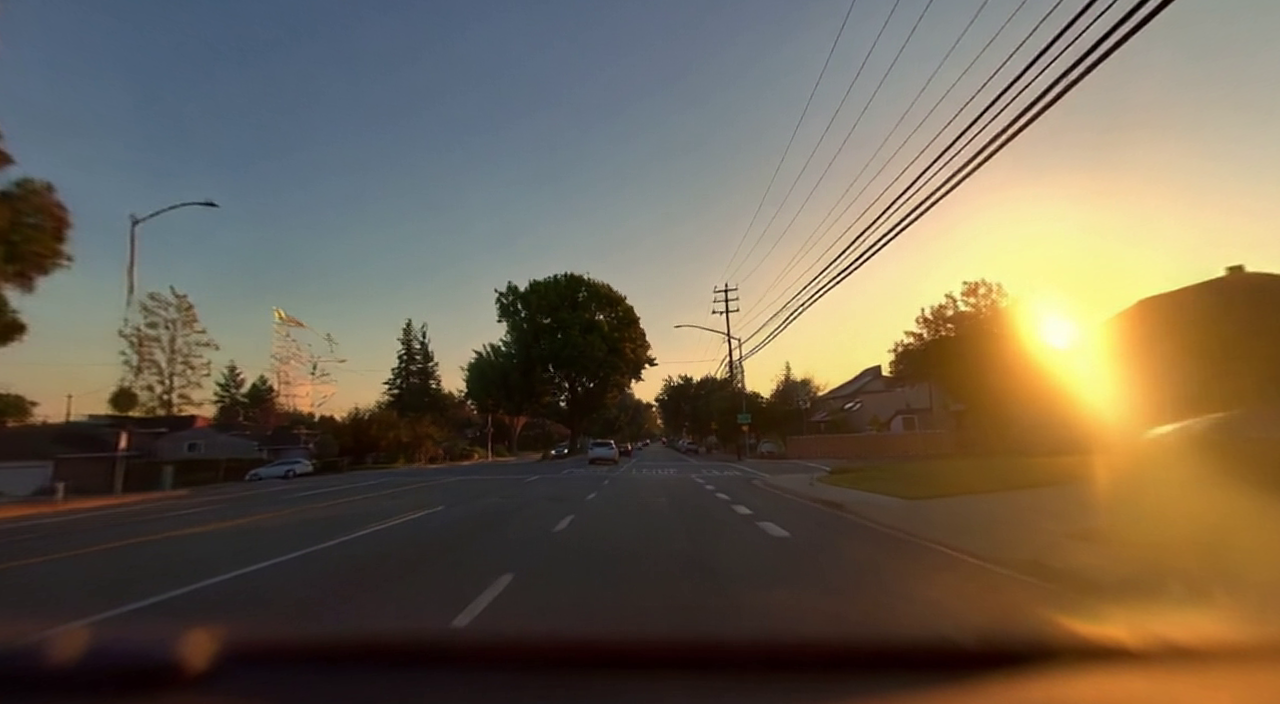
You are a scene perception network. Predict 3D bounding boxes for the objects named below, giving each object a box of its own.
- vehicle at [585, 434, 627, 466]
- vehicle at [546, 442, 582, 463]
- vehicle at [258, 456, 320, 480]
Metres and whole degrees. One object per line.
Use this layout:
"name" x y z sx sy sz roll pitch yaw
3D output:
"vehicle" -2.075 6.220 40.066 2.327 1.861 4.941 0 -9 1
"vehicle" -5.905 7.853 49.403 2.155 1.533 4.530 0 -9 2
"vehicle" -26.976 8.900 48.644 1.938 1.725 4.846 0 -9 0
